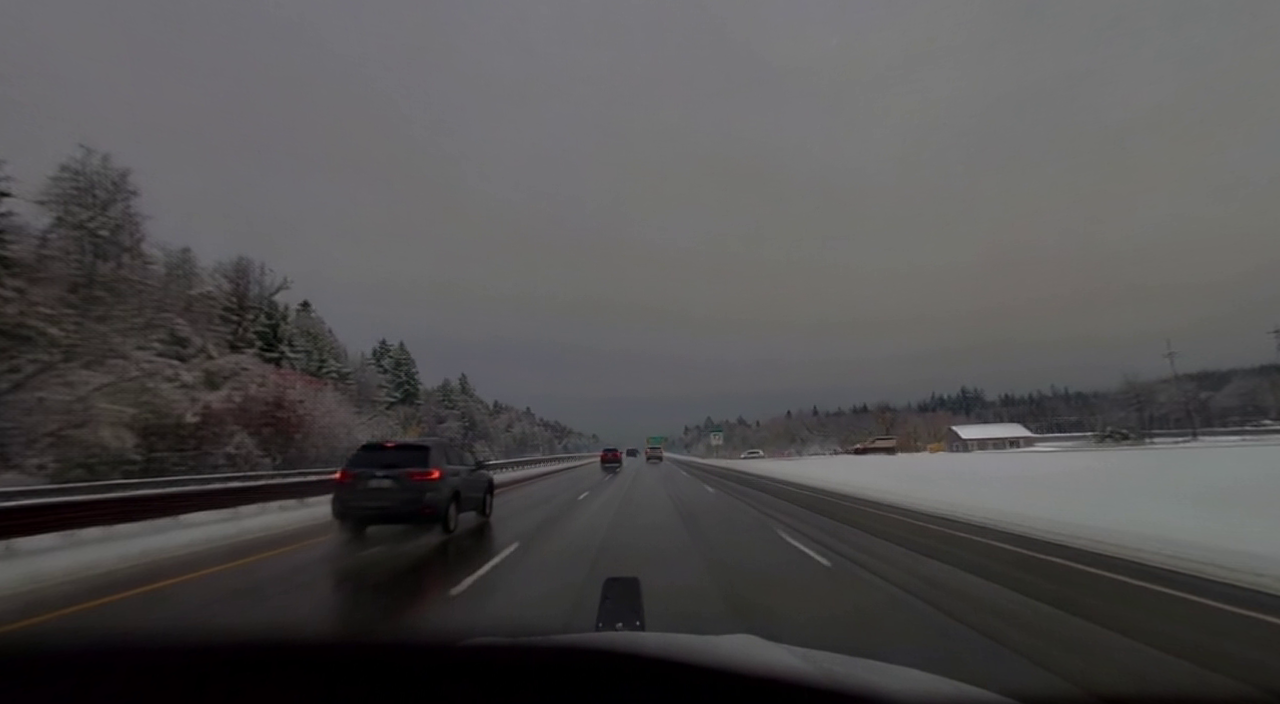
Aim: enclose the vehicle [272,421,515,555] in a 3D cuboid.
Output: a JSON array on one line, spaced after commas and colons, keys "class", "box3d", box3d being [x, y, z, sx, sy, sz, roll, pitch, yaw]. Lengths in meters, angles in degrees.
[{"class": "vehicle", "box3d": [-3.486, 2.007, 10.001, 2.037, 1.638, 4.274, 0, -9, 1]}]
